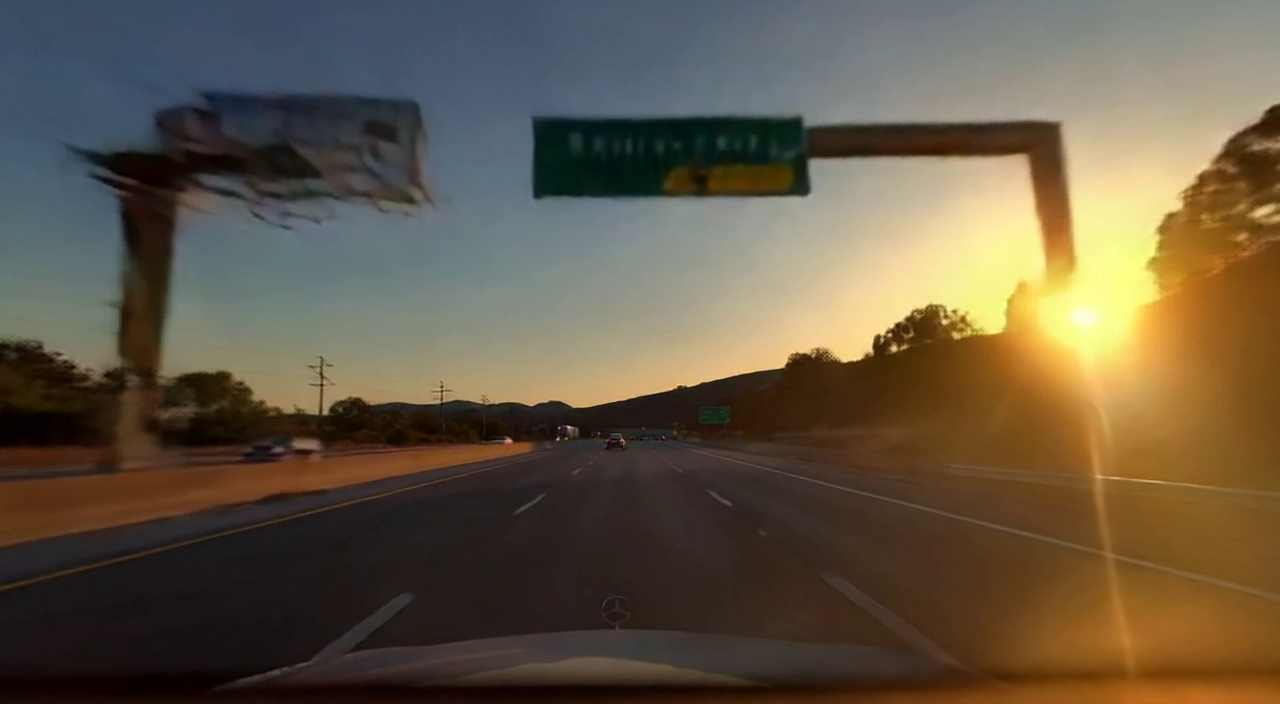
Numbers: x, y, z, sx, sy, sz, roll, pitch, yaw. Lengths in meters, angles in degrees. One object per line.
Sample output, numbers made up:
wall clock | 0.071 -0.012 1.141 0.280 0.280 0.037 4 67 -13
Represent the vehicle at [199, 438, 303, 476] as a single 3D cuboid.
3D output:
vehicle | -17.055 4.574 27.936 1.923 1.508 4.253 0 -8 0
